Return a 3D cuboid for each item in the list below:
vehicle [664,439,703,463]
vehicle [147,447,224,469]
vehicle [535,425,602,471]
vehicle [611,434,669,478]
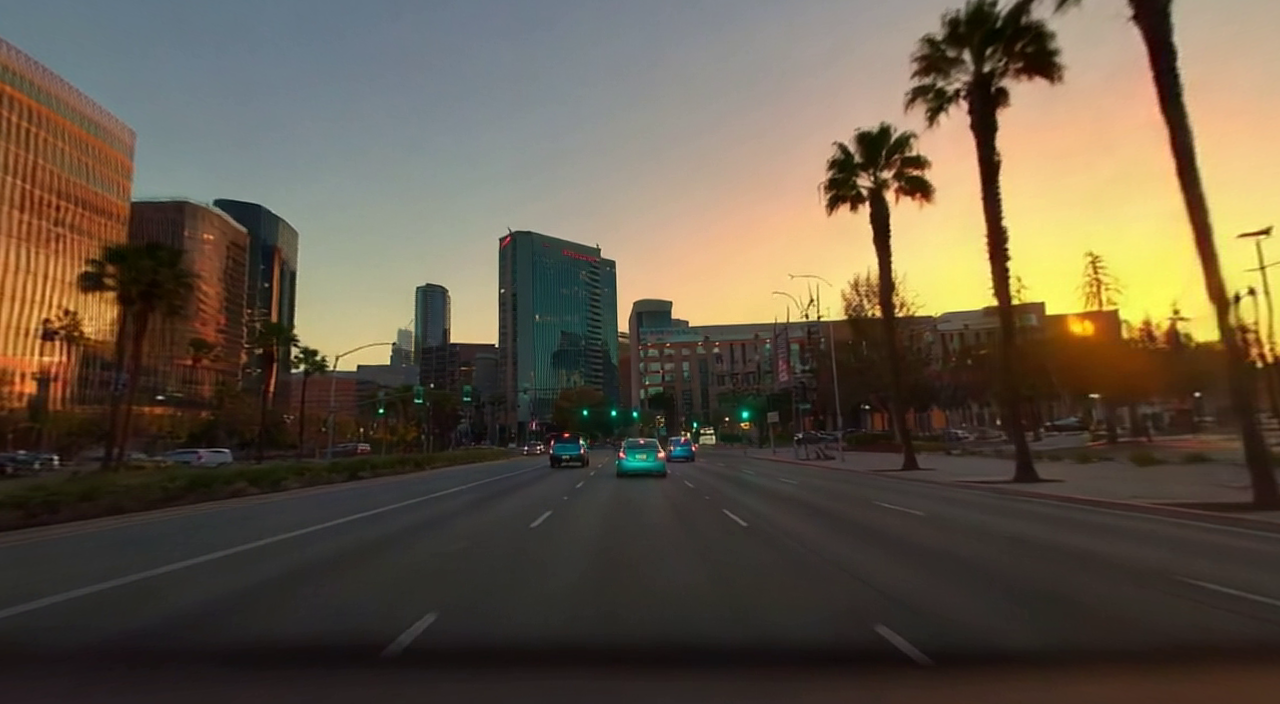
[{"bbox_3d":[2.814,6.575,41.972,2.085,1.482,4.491,0,-9,-2],"label":"vehicle"},{"bbox_3d":[-34.698,8.072,48.336,4.278,1.652,2.100,-1,-9,3],"label":"vehicle"},{"bbox_3d":[-3.389,4.781,31.433,2.672,2.064,5.681,0,-9,0],"label":"vehicle"},{"bbox_3d":[-0.039,4.177,25.583,2.160,1.615,4.117,0,-9,-1],"label":"vehicle"}]
